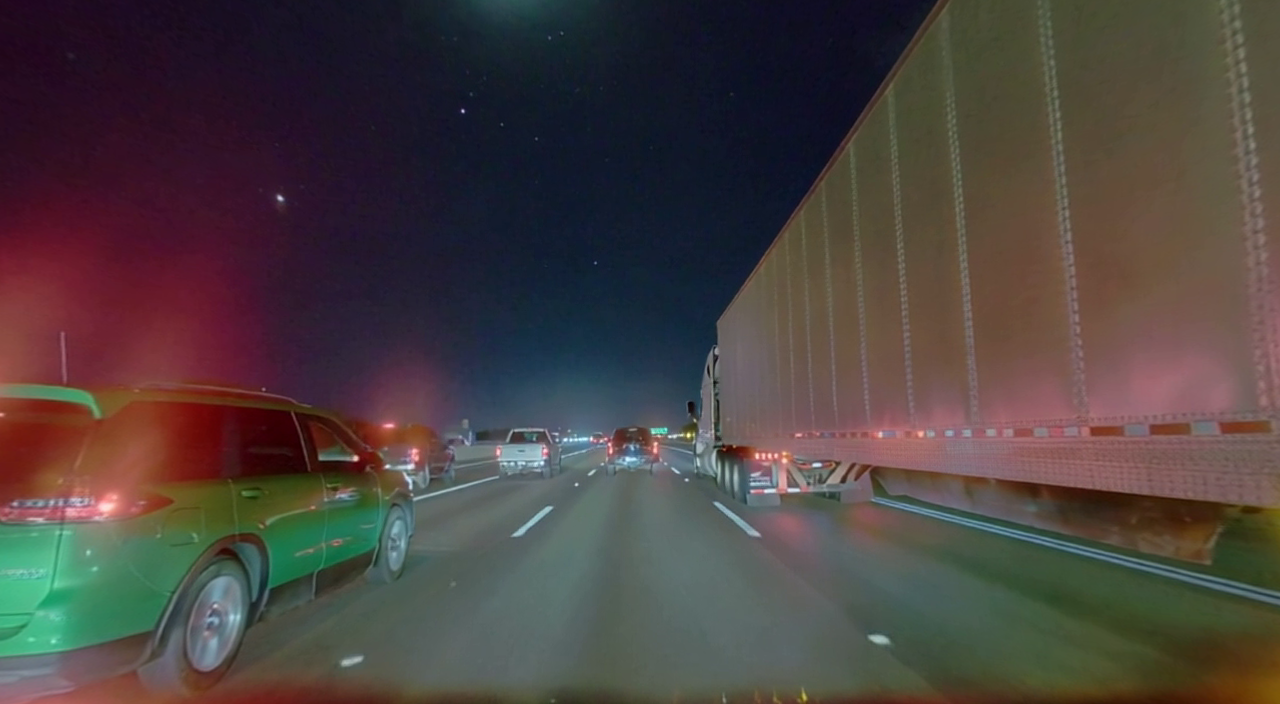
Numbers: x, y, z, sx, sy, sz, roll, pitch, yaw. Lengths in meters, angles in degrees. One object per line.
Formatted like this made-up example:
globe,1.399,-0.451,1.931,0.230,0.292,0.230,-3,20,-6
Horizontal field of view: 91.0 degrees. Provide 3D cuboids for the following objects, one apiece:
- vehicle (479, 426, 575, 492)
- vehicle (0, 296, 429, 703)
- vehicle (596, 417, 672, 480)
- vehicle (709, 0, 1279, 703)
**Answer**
vehicle,-3.373,3.309,19.832,2.120,1.812,4.659,0,-8,0
vehicle,-3.298,0.999,4.024,2.193,1.803,4.958,0,-8,0
vehicle,-0.226,3.887,25.477,2.704,2.216,5.804,0,-8,0
vehicle,3.481,0.644,9.647,2.852,4.121,16.210,0,-8,-1
